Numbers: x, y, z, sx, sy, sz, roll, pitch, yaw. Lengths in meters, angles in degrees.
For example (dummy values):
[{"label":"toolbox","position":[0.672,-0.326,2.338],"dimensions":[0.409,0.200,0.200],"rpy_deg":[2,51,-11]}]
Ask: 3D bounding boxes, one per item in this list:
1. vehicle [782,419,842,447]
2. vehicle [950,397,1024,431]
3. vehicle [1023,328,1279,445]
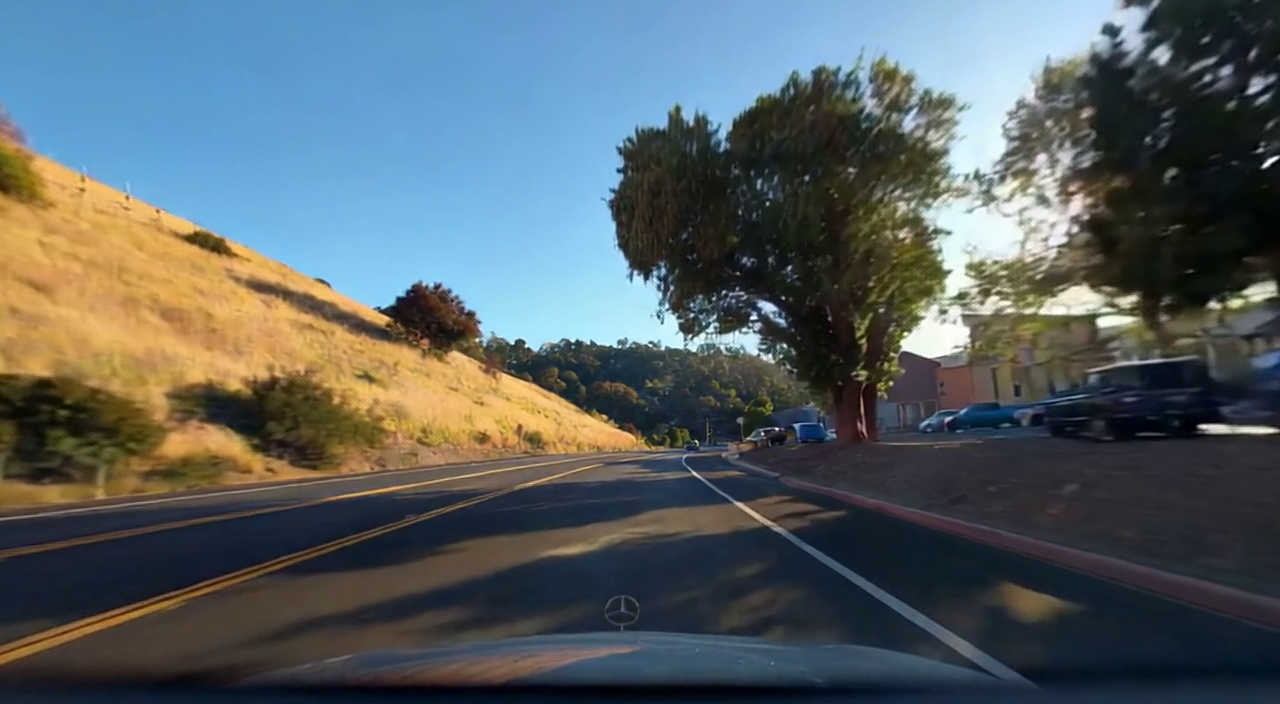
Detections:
[{"label":"vehicle","position":[10.077,4.835,37.352],"dimensions":[2.103,1.447,4.727],"rpy_deg":[-2,-9,-1]},{"label":"vehicle","position":[20.577,3.742,37.691],"dimensions":[1.933,1.770,4.325],"rpy_deg":[-2,-9,1]},{"label":"vehicle","position":[9.580,0.829,12.020],"dimensions":[1.929,1.593,4.030],"rpy_deg":[-5,-10,0]}]
